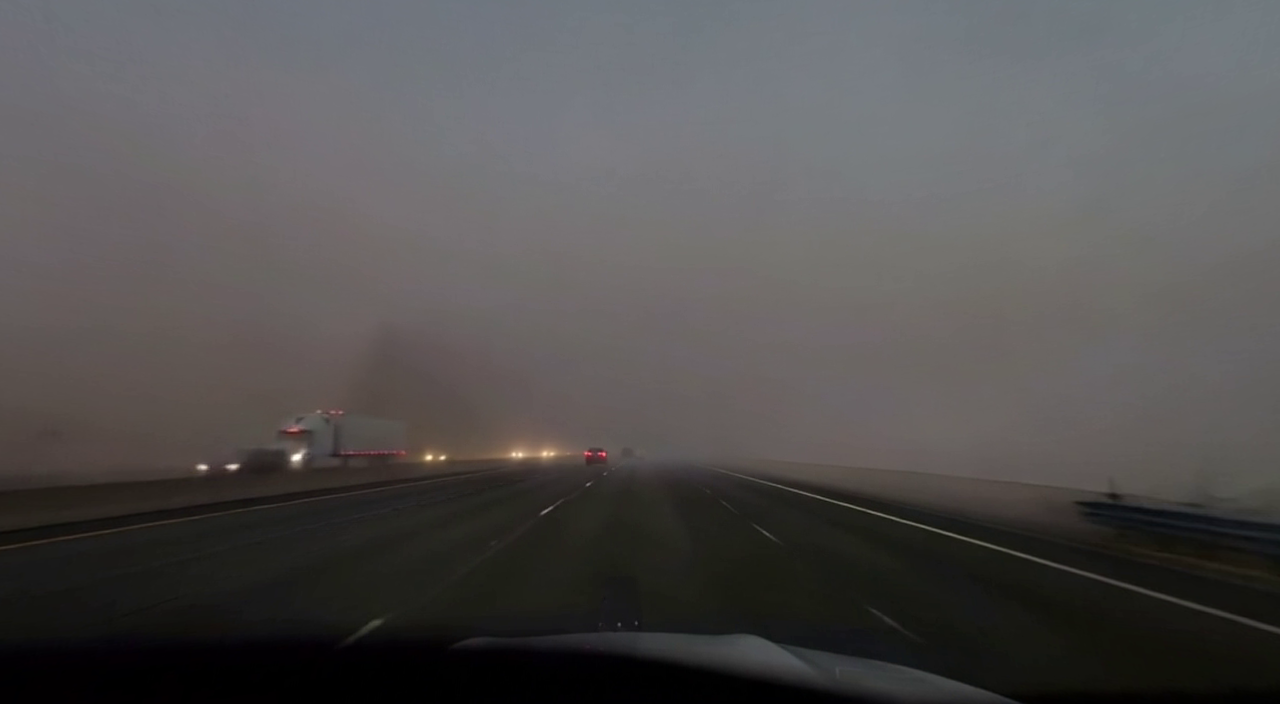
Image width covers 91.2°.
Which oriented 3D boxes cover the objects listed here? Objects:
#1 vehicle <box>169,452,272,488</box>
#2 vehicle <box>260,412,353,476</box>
[{"bbox_3d":[-19.034,5.344,28.689,1.811,1.483,4.111,0,-9,1],"label":"vehicle"},{"bbox_3d":[-23.270,6.513,44.201,2.995,4.155,6.089,1,-9,0],"label":"vehicle"}]
